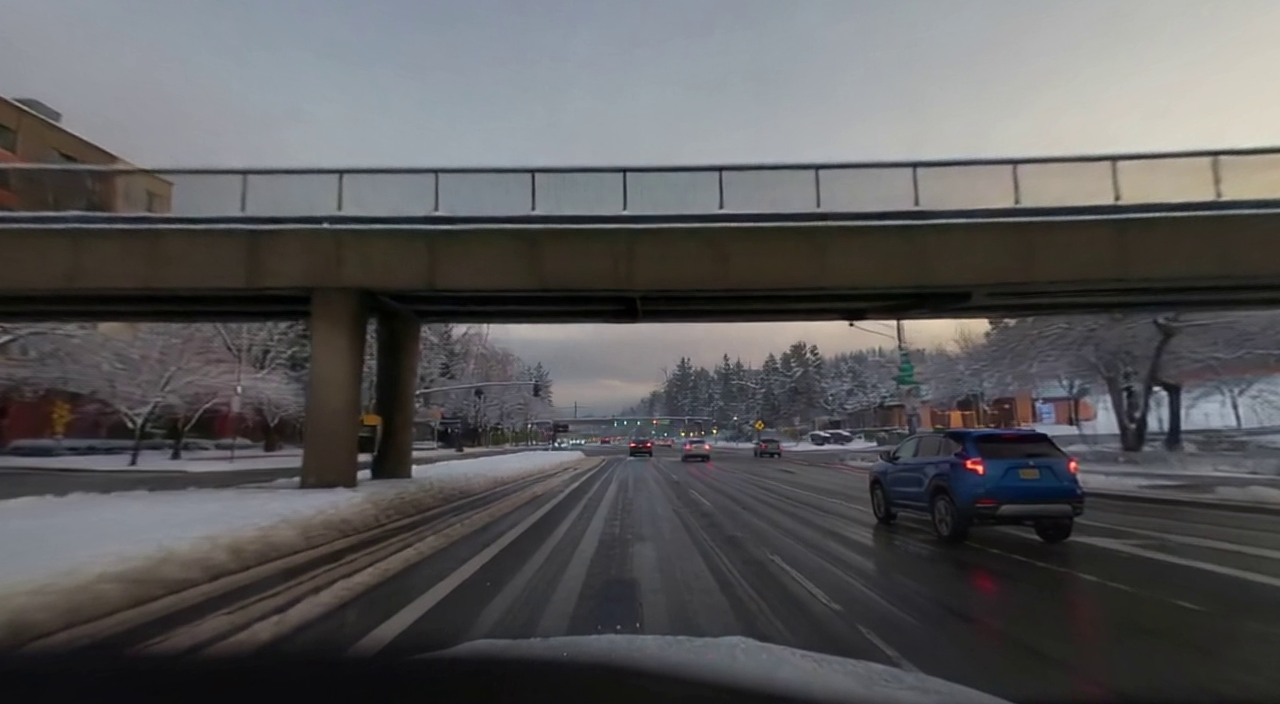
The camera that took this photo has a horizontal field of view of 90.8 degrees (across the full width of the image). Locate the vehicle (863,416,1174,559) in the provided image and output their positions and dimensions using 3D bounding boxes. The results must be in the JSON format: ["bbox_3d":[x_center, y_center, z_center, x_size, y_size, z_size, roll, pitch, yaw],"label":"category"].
[{"bbox_3d":[5.499,2.021,10.191,2.130,1.741,4.665,0,-9,0],"label":"vehicle"}]

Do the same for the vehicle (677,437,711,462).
[{"bbox_3d":[3.864,7.056,45.598,2.165,1.708,3.928,0,-8,1],"label":"vehicle"}]
